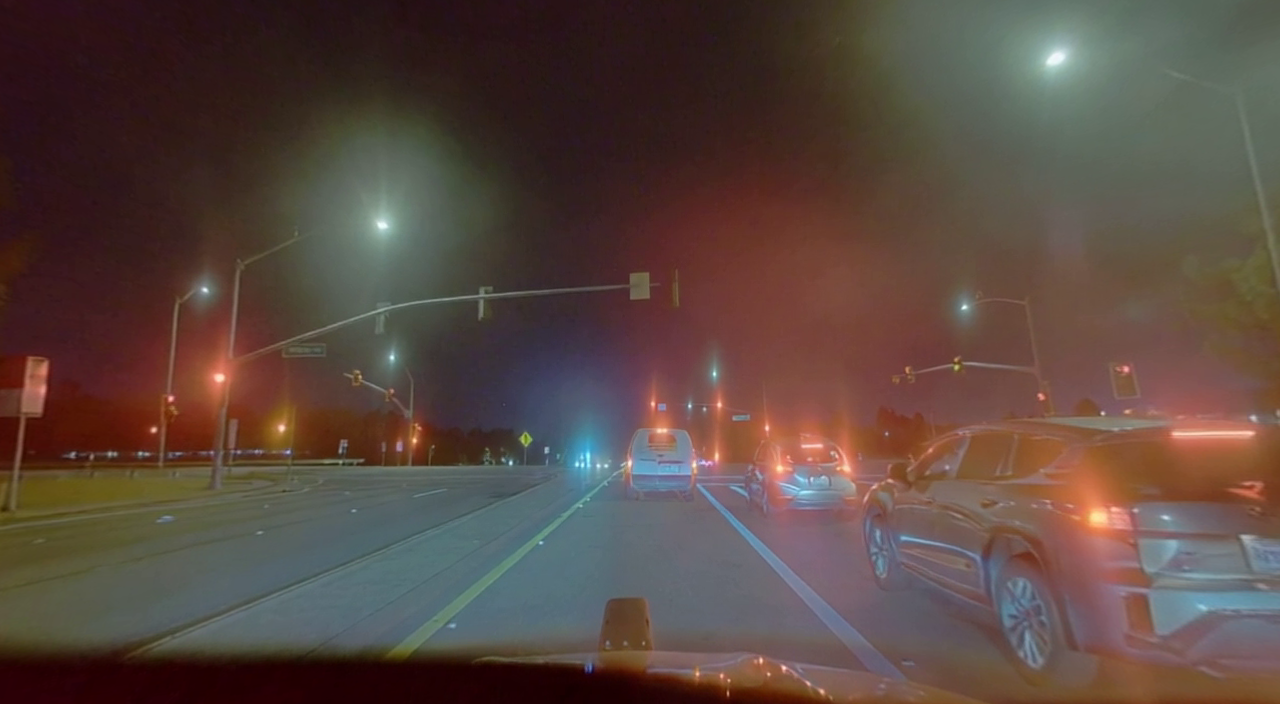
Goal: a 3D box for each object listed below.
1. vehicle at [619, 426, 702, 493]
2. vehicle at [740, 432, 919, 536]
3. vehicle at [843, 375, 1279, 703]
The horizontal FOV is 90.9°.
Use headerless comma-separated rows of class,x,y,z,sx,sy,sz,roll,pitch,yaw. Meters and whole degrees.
vehicle,0.538,3.256,19.483,2.245,1.800,4.522,0,-8,-1
vehicle,3.096,2.201,11.363,1.956,1.477,4.285,0,-7,1
vehicle,2.969,1.129,3.919,2.078,1.578,4.107,0,-8,1
